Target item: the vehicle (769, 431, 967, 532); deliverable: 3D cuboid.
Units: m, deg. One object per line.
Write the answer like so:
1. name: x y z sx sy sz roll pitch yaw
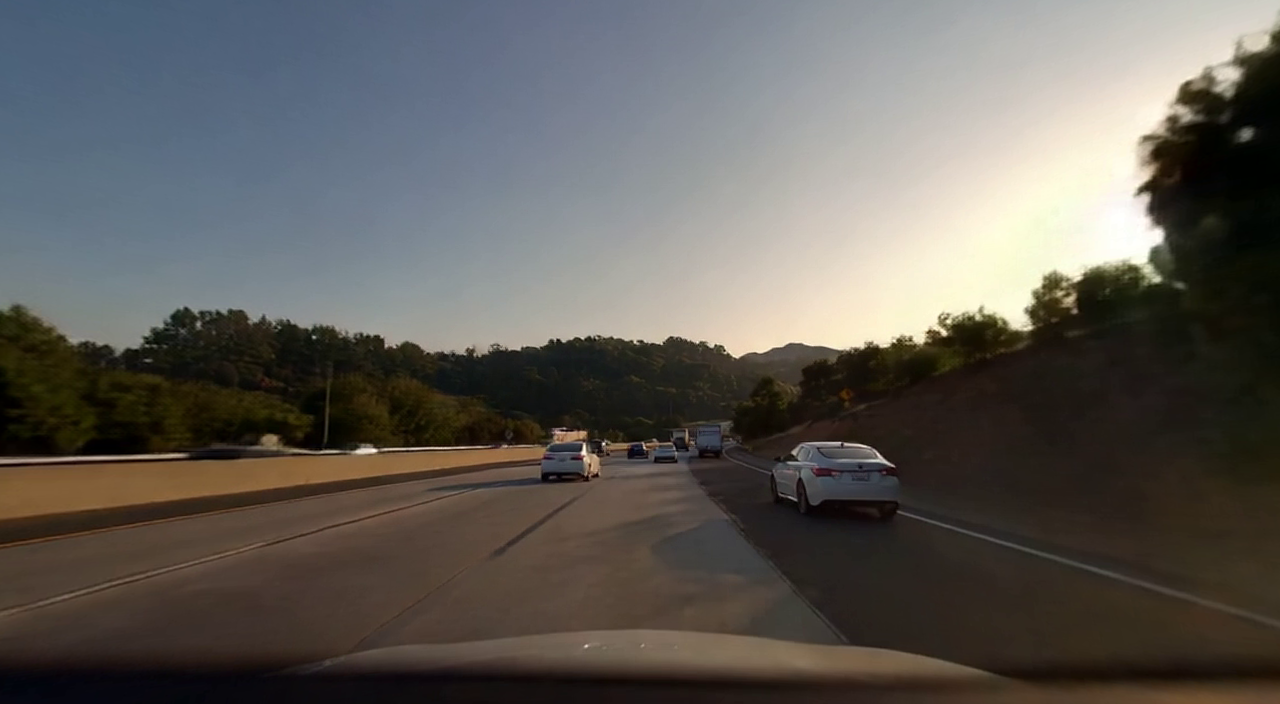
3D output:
1. vehicle: 3.841 2.245 11.586 2.013 1.464 4.317 0 -8 0

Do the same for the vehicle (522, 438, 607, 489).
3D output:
1. vehicle: -2.361 3.659 21.080 2.031 1.491 4.792 -1 -8 3

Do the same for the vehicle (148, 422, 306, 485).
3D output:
1. vehicle: -16.681 4.140 26.027 2.292 2.293 5.894 -1 -8 2

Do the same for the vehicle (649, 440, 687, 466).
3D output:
1. vehicle: 1.717 6.104 38.357 2.202 1.467 3.929 -1 -8 3

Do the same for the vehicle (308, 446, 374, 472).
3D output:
1. vehicle: -18.366 6.561 38.922 1.788 1.449 4.083 -1 -8 5
